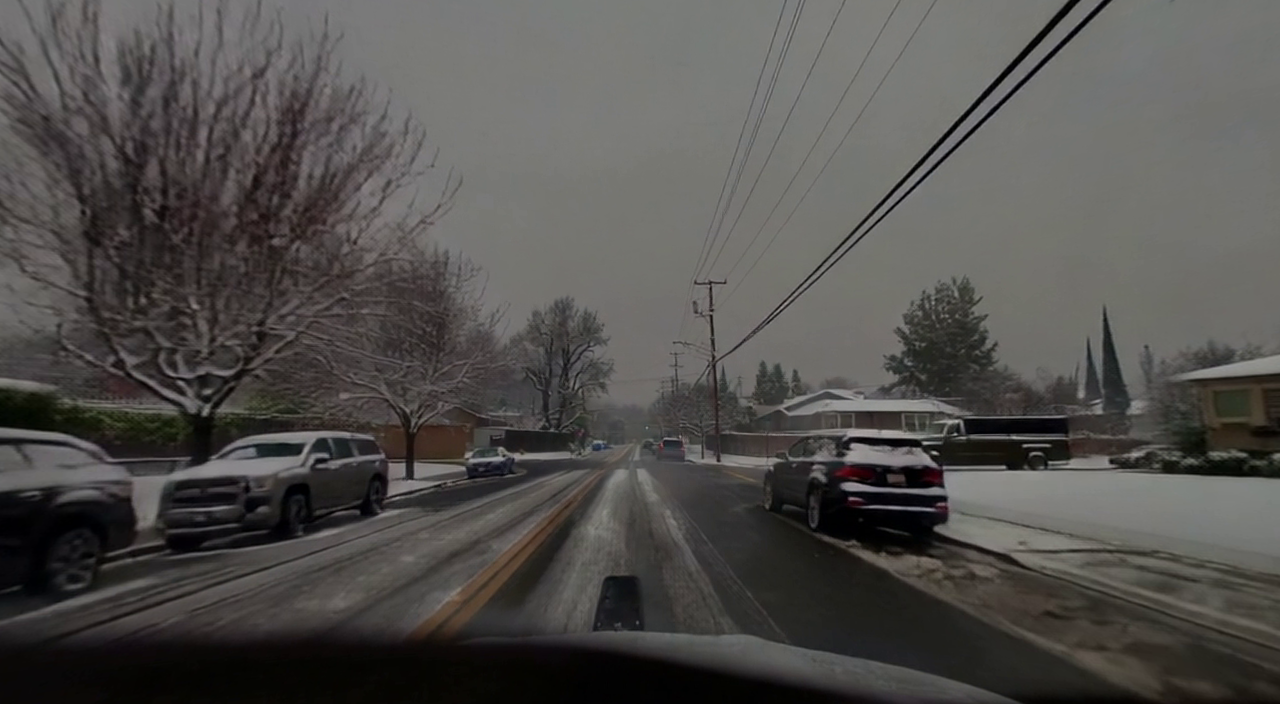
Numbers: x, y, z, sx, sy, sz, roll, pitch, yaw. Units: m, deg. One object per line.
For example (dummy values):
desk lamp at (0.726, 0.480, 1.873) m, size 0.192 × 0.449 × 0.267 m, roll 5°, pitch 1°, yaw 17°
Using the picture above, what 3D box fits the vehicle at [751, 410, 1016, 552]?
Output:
vehicle at (3.545, 2.036, 10.725) m, size 2.178 × 1.757 × 5.495 m, roll 0°, pitch -9°, yaw -2°

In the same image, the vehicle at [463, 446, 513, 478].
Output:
vehicle at (-7.441, 5.418, 31.308) m, size 1.997 × 1.456 × 4.319 m, roll 1°, pitch -9°, yaw -8°

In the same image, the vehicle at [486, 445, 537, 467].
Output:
vehicle at (-9.478, 7.610, 46.284) m, size 2.033 × 1.477 × 4.626 m, roll 6°, pitch -10°, yaw -33°

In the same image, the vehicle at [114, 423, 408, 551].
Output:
vehicle at (-6.407, 2.337, 11.714) m, size 2.158 × 1.817 × 5.230 m, roll 0°, pitch -9°, yaw 0°

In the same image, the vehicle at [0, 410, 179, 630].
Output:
vehicle at (-6.325, 1.344, 4.899) m, size 2.031 × 1.799 × 4.587 m, roll 0°, pitch -9°, yaw -1°
